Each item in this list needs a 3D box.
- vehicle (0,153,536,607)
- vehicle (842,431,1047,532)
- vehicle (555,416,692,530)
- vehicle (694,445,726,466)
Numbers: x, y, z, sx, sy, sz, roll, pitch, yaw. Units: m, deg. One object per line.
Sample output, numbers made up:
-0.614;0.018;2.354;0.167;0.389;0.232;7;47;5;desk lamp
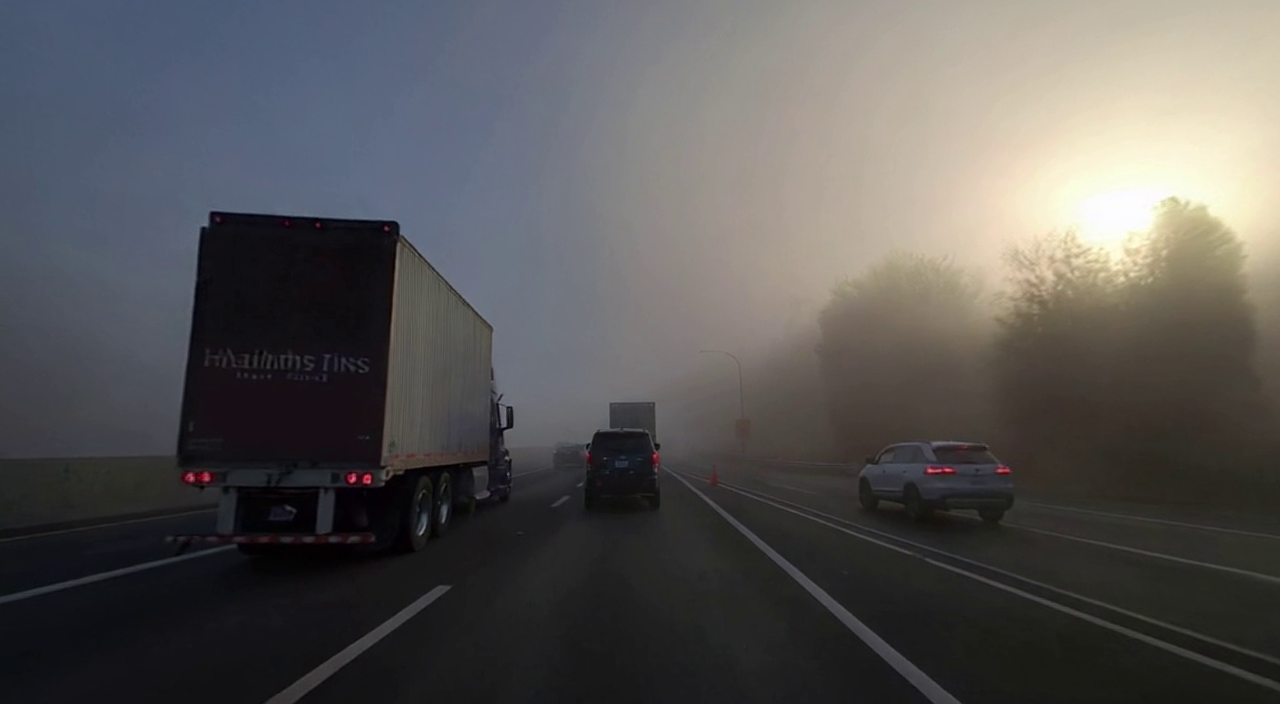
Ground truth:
-3.754;0.750;9.463;2.990;3.885;8.243;0;-9;0;vehicle
5.502;2.363;12.061;1.937;1.601;3.798;0;-9;-1;vehicle
-0.288;2.205;11.955;2.152;1.779;3.924;0;-9;-1;vehicle
5.361;8.000;48.957;1.918;1.479;4.571;0;-9;0;vehicle
